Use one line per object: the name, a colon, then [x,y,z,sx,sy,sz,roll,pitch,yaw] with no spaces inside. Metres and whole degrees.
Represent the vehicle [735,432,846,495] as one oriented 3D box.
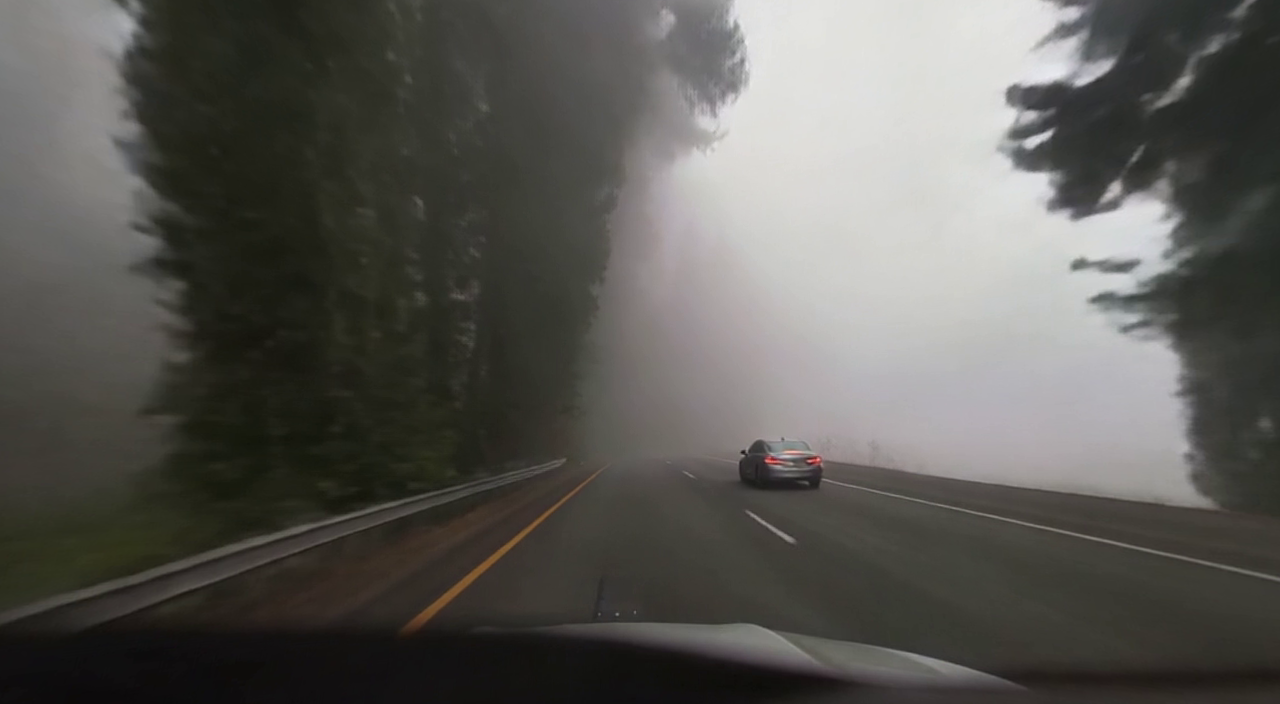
vehicle: [4.129,3.114,18.094,1.905,1.525,4.719,0,-8,-1]
